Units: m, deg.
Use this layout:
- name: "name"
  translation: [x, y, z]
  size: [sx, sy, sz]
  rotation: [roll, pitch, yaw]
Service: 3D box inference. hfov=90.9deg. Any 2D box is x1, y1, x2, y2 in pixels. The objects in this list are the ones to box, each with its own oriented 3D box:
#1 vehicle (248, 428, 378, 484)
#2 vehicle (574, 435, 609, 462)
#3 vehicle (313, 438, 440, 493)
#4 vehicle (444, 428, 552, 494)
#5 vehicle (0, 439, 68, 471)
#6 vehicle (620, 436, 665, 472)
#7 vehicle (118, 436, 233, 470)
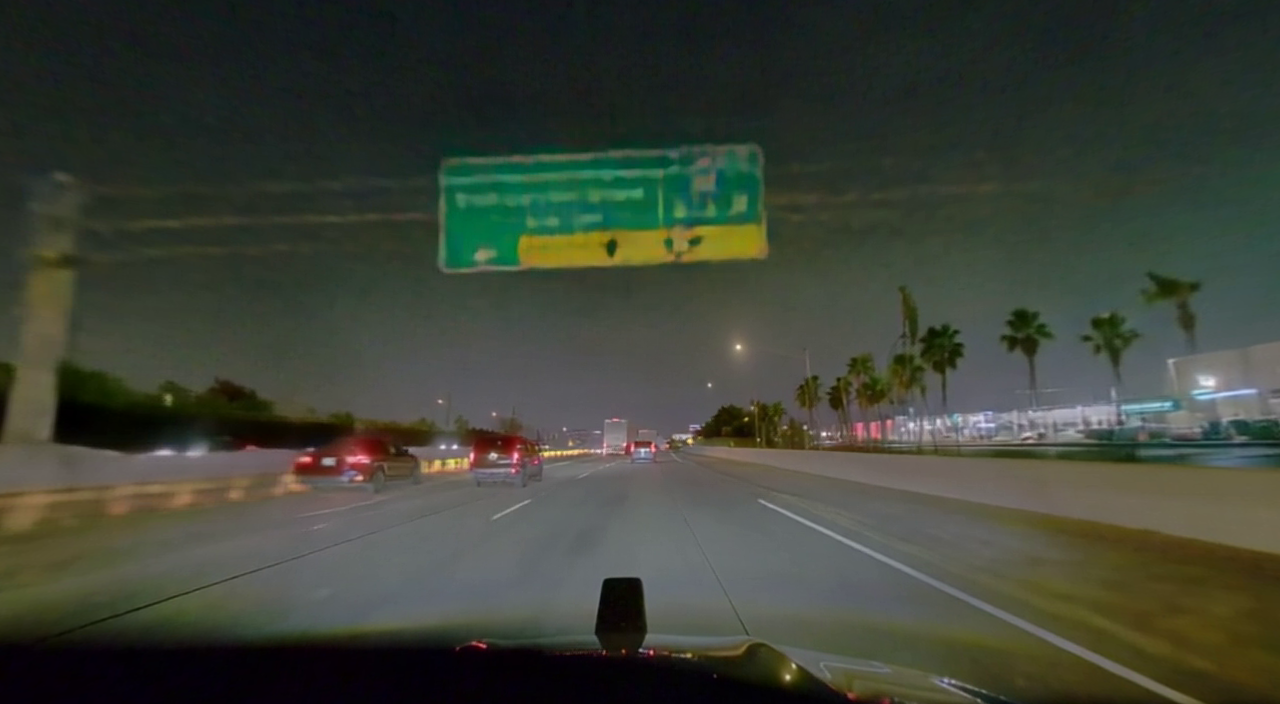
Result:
- name: "vehicle"
  translation: [-11.998, 3.846, 23.627]
  size: [2.077, 1.829, 5.101]
  rotation: [0, -8, 1]
- name: "vehicle"
  translation: [-3.689, 7.395, 48.630]
  size: [2.203, 1.958, 4.848]
  rotation: [0, -8, 1]
- name: "vehicle"
  translation: [-7.924, 3.417, 19.471]
  size: [1.949, 1.476, 4.410]
  rotation: [0, -8, 1]
- name: "vehicle"
  translation: [-4.111, 3.237, 19.129]
  size: [2.108, 1.740, 4.549]
  rotation: [0, -8, 1]
- name: "vehicle"
  translation: [-30.033, 4.837, 29.649]
  size: [1.962, 1.459, 4.416]
  rotation: [-1, -8, 2]
- name: "vehicle"
  translation: [0.126, 5.173, 32.106]
  size: [2.136, 1.678, 4.052]
  rotation: [0, -8, 1]
- name: "vehicle"
  translation: [-22.491, 4.899, 30.832]
  size: [1.981, 1.517, 4.614]
  rotation: [-1, -8, 2]
